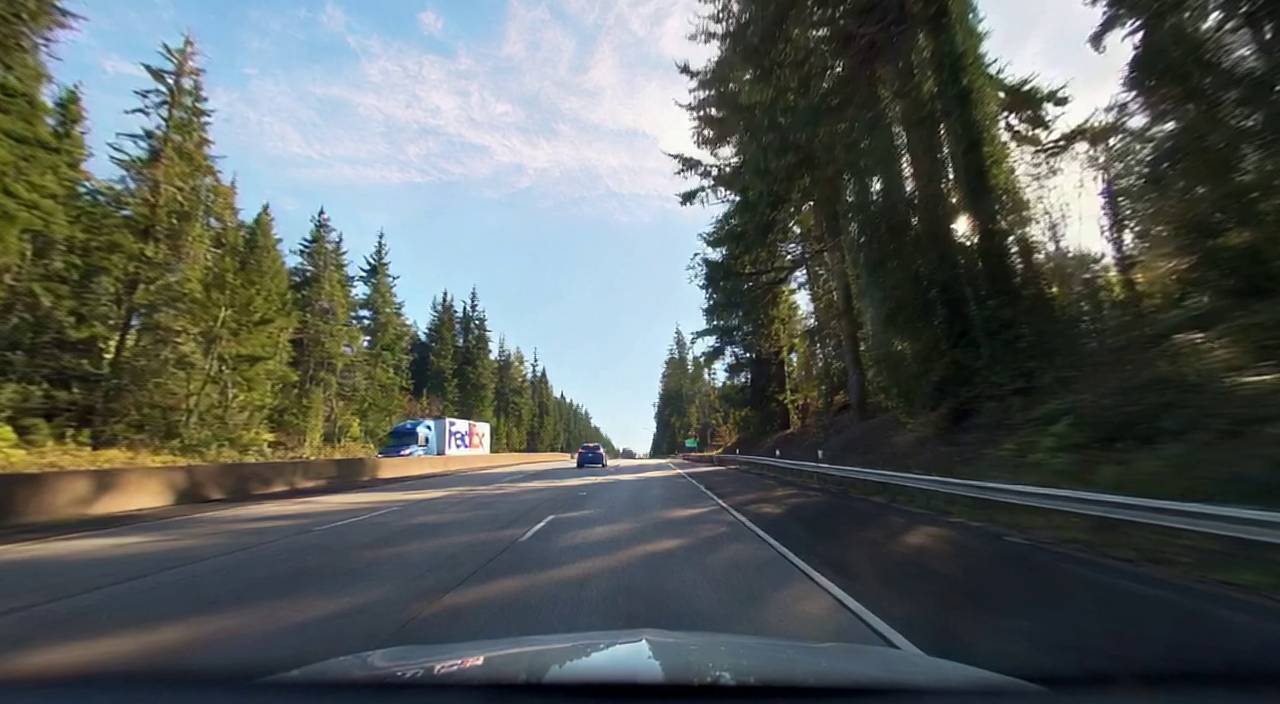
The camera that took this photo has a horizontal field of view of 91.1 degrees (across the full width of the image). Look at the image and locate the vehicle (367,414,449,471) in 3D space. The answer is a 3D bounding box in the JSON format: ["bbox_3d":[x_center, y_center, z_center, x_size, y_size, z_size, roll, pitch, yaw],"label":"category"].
[{"bbox_3d":[-17.187,6.806,47.255,3.022,3.874,8.340,0,-8,0],"label":"vehicle"}]

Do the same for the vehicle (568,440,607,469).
[{"bbox_3d":[-3.403,6.731,41.390,2.084,1.752,4.479,0,-8,1],"label":"vehicle"}]
